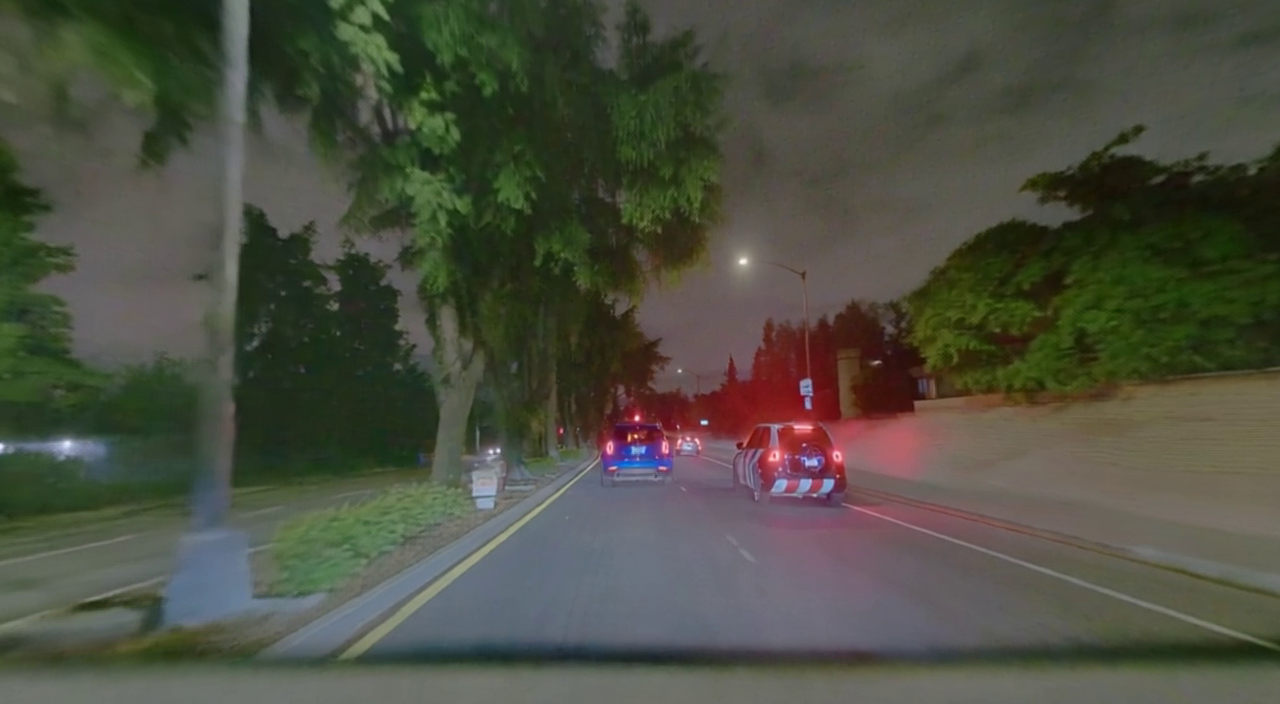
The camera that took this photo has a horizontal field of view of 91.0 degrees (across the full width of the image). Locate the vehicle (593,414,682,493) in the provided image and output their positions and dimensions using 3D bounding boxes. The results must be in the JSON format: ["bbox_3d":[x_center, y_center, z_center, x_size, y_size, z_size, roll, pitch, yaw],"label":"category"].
[{"bbox_3d":[-0.095,2.534,15.861,1.984,1.777,3.148,0,-8,-2],"label":"vehicle"}]

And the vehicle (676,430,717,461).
[{"bbox_3d":[3.132,5.243,35.381,1.863,1.610,3.726,0,-8,-1],"label":"vehicle"}]

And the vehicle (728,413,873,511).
[{"bbox_3d":[3.140,2.257,13.280,1.840,1.709,4.202,0,-8,-2],"label":"vehicle"}]
